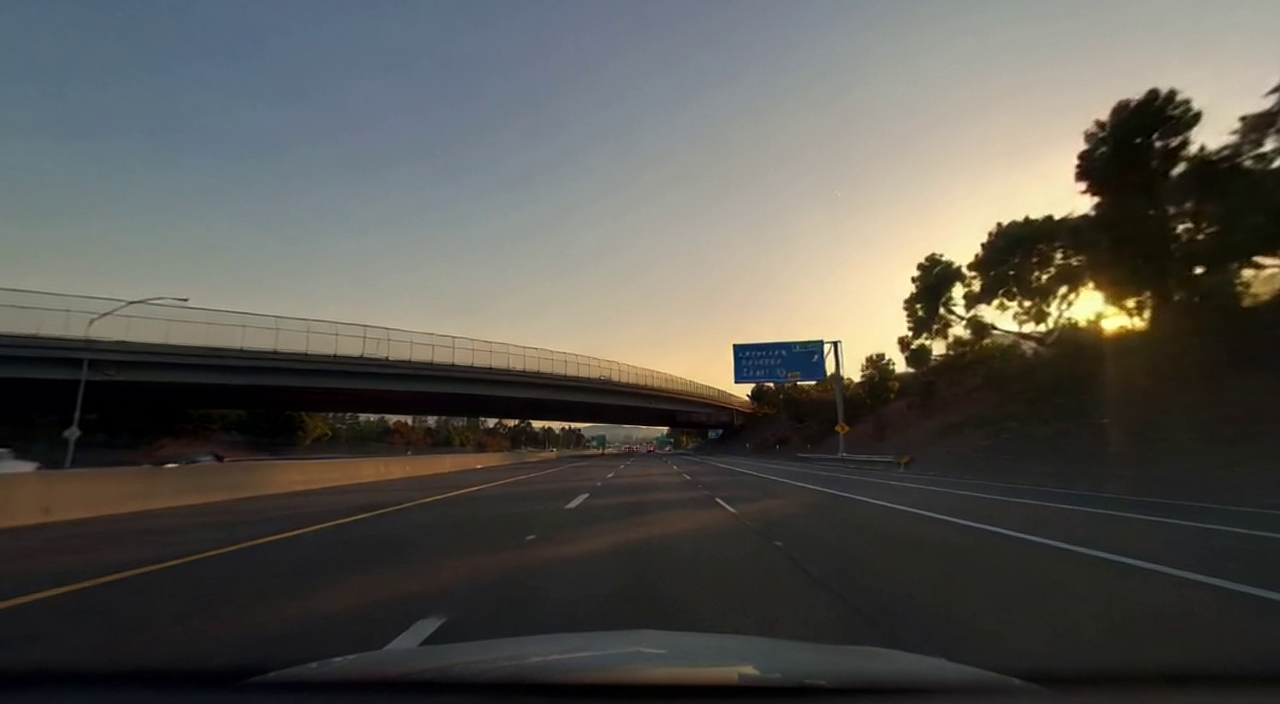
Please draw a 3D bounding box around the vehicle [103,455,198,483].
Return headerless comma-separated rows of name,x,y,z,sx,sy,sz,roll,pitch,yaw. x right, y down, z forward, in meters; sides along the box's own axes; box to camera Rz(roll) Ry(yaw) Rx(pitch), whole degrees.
vehicle,-28.717,6.846,37.206,1.852,1.463,4.598,0,-9,1
